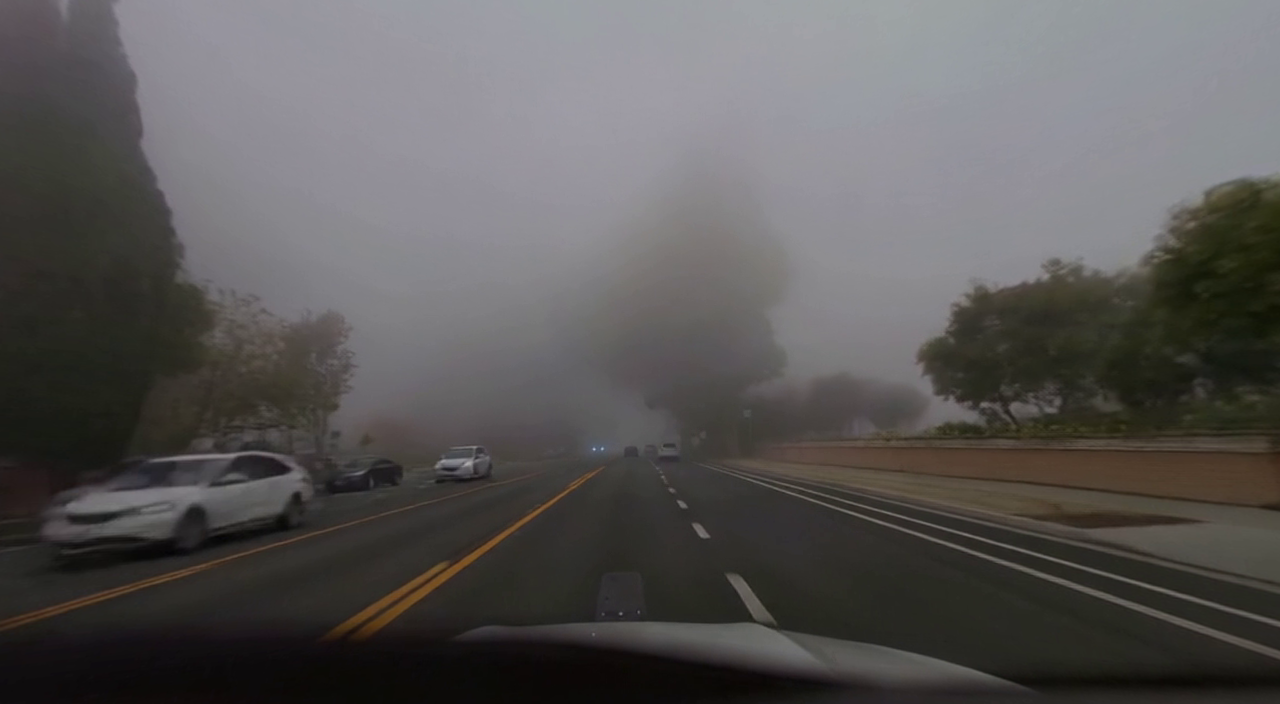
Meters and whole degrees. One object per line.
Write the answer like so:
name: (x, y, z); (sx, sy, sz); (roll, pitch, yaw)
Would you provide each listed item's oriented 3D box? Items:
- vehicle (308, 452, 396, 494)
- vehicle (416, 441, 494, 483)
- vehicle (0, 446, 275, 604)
vehicle: (-12.424, 5.224, 27.592); (1.969, 1.613, 4.129); (-2, -9, -1)
vehicle: (-8.175, 4.900, 28.431); (2.053, 1.713, 4.618); (0, -9, 0)
vehicle: (-7.172, 2.006, 8.315); (2.004, 1.508, 4.525); (0, -9, 0)
